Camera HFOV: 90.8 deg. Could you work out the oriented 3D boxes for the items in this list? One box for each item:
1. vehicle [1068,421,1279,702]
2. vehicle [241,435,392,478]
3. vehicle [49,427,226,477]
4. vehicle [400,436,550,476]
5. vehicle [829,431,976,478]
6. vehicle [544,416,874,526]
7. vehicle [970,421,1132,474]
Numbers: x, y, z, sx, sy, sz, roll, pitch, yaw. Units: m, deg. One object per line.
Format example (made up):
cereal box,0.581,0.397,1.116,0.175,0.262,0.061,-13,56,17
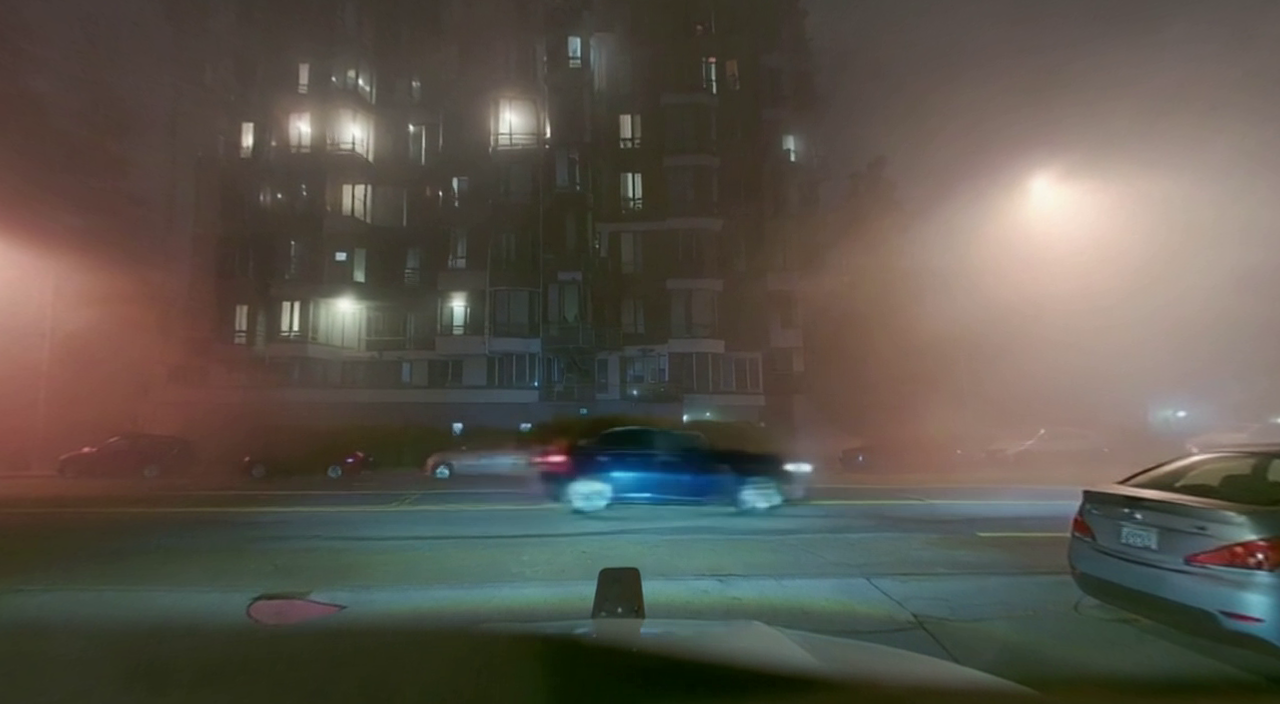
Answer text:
vehicle,5.900,1.229,4.173,4.714,1.471,1.978,0,-4,1
vehicle,-11.383,3.713,22.461,4.336,1.438,1.776,1,-8,-3
vehicle,-17.495,3.512,22.202,4.426,1.641,1.889,1,-9,-5
vehicle,-5.765,3.725,22.563,4.851,1.339,1.785,0,-10,-2
vehicle,9.451,3.690,22.948,4.521,1.411,1.726,-2,-7,-4
vehicle,0.960,1.825,9.939,4.609,1.508,2.039,0,-9,-1
vehicle,15.058,3.517,23.337,4.544,1.780,1.966,-1,-9,-1
